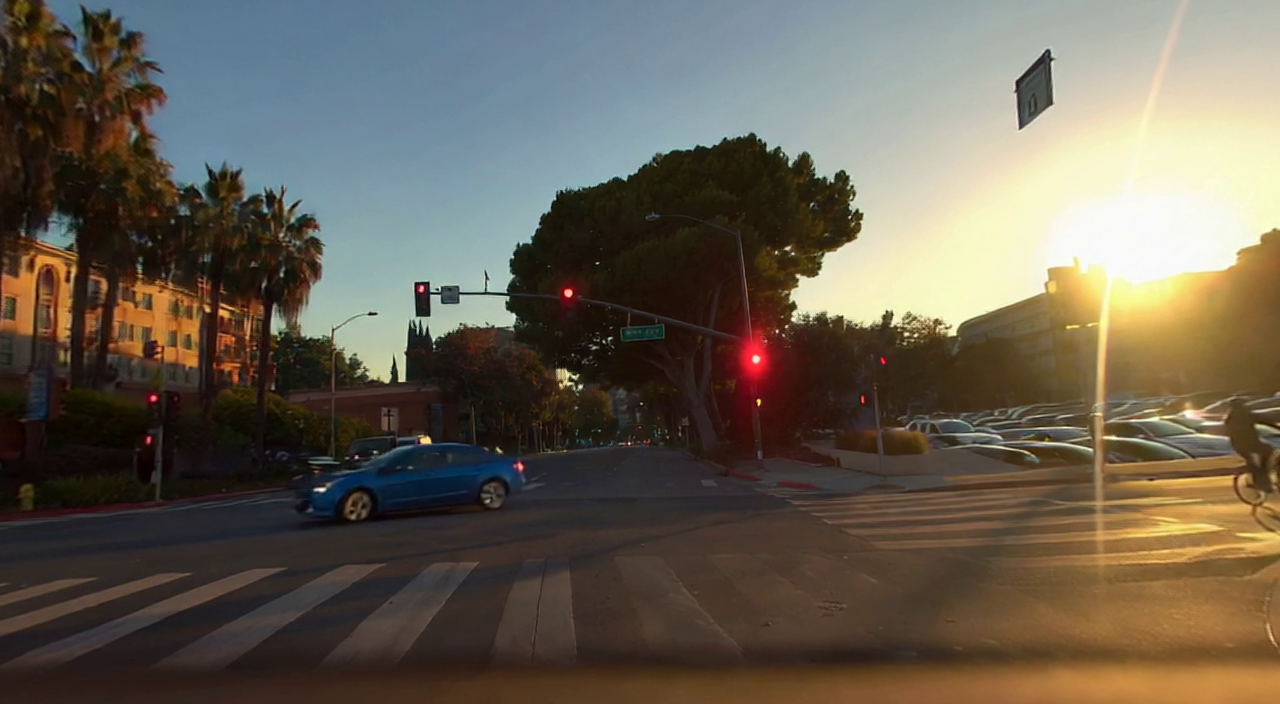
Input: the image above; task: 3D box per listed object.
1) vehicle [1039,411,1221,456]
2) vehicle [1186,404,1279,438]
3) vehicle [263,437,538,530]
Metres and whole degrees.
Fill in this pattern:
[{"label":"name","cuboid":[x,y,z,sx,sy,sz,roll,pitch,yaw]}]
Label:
[{"label":"vehicle","cuboid":[16.921,2.904,22.114,4.560,1.453,1.851,-3,-9,18]},{"label":"vehicle","cuboid":[34.895,4.024,36.660,4.326,1.511,1.725,-8,-9,17]},{"label":"vehicle","cuboid":[-4.307,2.323,11.629,4.385,1.419,1.855,5,-10,-29]}]
